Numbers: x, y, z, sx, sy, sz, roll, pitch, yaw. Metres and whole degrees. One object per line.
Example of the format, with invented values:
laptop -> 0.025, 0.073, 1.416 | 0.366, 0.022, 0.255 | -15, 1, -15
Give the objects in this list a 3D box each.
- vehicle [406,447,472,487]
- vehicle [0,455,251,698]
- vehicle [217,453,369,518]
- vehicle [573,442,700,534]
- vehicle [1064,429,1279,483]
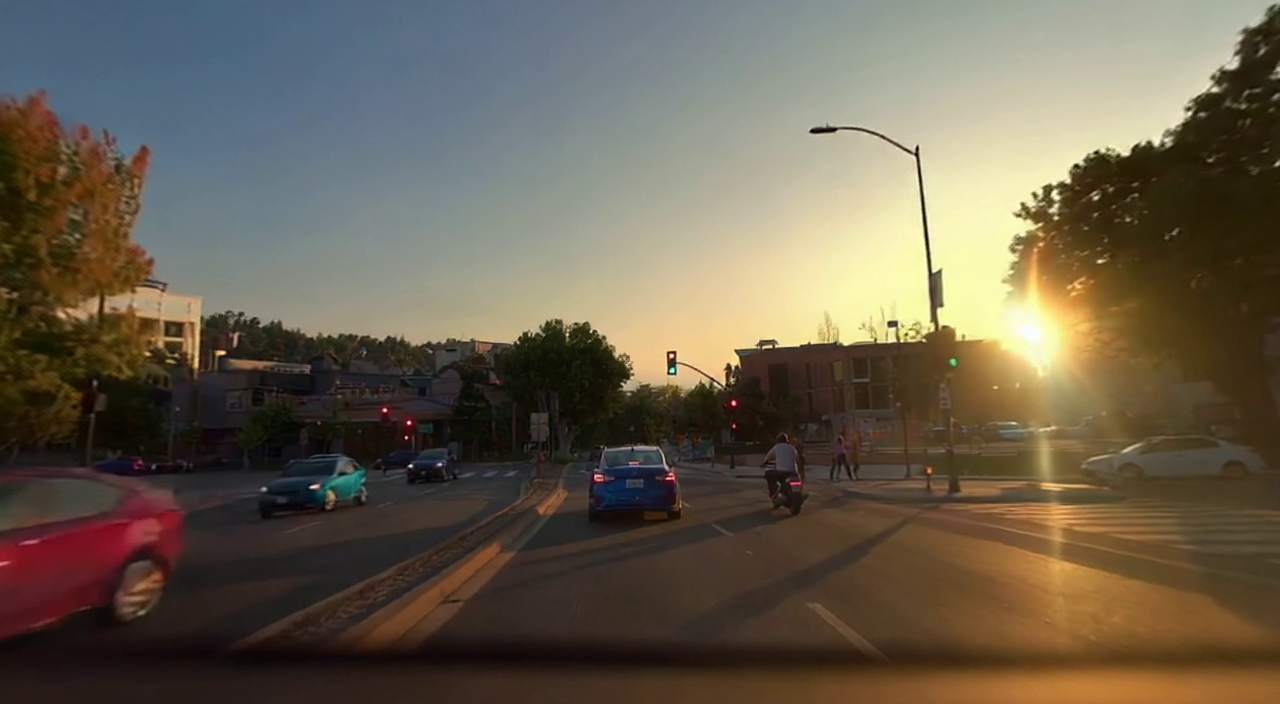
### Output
vehicle -> -9.351, 5.343, 29.684 | 1.993, 1.692, 4.226 | 0, -9, -4
vehicle -> -4.839, 1.402, 4.061 | 2.079, 1.392, 4.088 | 0, -9, -1
vehicle -> -9.181, 3.521, 17.184 | 1.952, 1.487, 4.351 | 0, -9, -5
vehicle -> -0.177, 2.565, 12.522 | 2.118, 1.480, 3.949 | 0, -9, -4
vehicle -> 16.108, 3.166, 19.293 | 5.007, 1.479, 1.866 | -6, -10, 31
